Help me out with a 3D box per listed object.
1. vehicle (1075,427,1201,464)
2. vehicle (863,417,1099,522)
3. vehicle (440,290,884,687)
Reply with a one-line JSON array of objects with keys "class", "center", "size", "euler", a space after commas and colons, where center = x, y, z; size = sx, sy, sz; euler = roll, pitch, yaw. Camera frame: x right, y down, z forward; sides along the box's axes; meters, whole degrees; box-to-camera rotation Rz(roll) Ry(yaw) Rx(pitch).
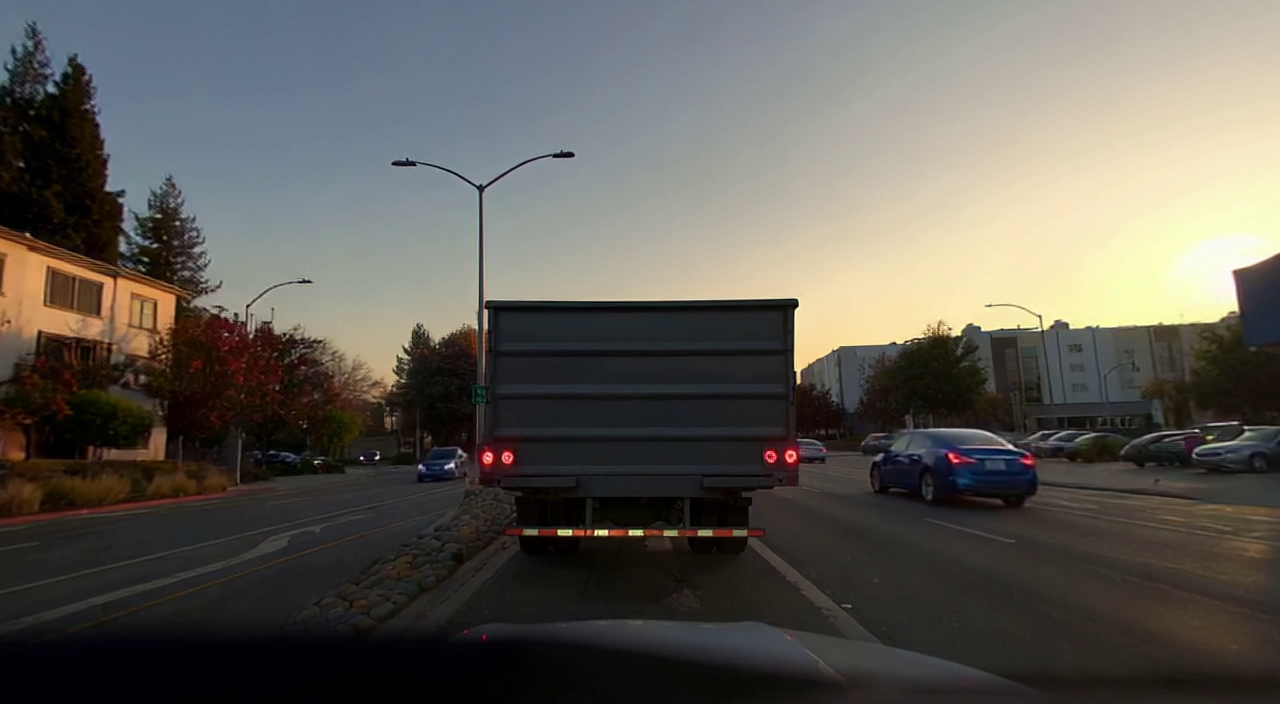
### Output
[{"class": "vehicle", "center": [23.150, 4.373, 29.438], "size": [4.171, 1.614, 1.894], "euler": [-1, -8, 1]}, {"class": "vehicle", "center": [6.905, 2.438, 13.659], "size": [2.363, 1.825, 4.989], "euler": [-1, -8, 1]}, {"class": "vehicle", "center": [0.263, 1.310, 7.397], "size": [2.650, 2.391, 7.008], "euler": [-1, -8, 3]}]
